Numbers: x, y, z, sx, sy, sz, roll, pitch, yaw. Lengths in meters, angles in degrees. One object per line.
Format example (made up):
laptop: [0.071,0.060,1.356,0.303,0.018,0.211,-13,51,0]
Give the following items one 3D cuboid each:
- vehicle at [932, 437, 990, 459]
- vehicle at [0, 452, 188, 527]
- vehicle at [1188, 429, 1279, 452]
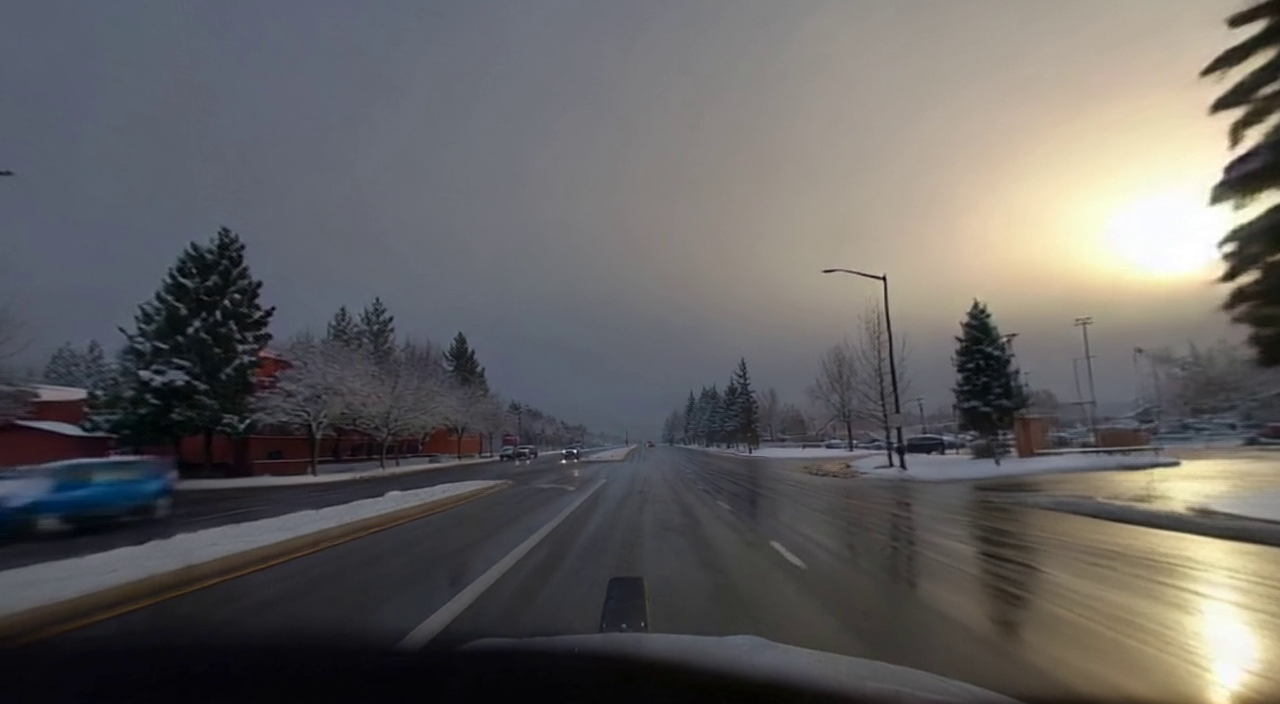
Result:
vehicle: [25.188,7.499,49.412,4.512,1.648,1.938,6,-10,-33]
vehicle: [-15.104,3.657,17.368,1.983,1.725,4.359,0,-8,1]
vehicle: [39.269,5.831,41.256,1.790,1.416,4.627,5,-10,-32]
